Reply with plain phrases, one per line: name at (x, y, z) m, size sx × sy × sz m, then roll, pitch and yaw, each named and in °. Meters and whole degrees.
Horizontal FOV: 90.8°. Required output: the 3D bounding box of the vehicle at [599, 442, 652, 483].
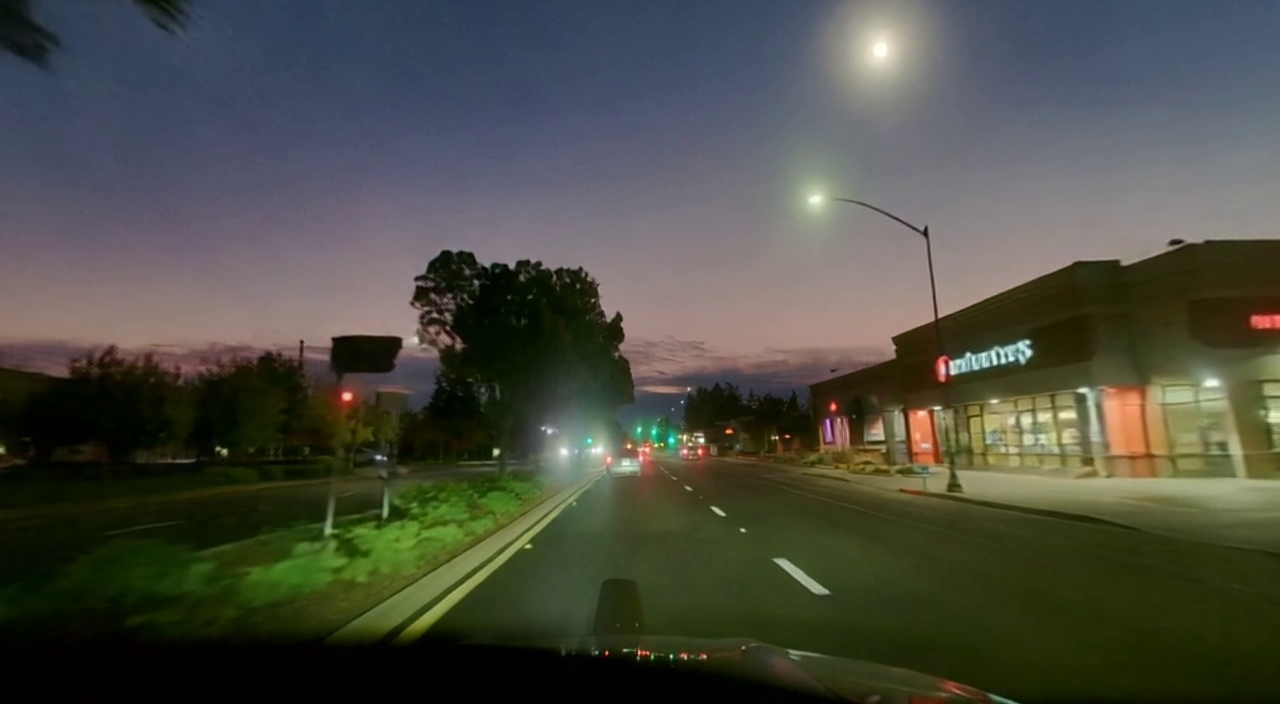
vehicle at (-0.543, 4.421, 25.532) m, size 2.006 × 1.487 × 3.535 m, roll 0°, pitch -9°, yaw 0°

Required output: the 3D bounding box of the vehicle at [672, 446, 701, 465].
vehicle at (3.649, 8.168, 49.989) m, size 1.910 × 1.474 × 4.003 m, roll 0°, pitch -9°, yaw -1°
